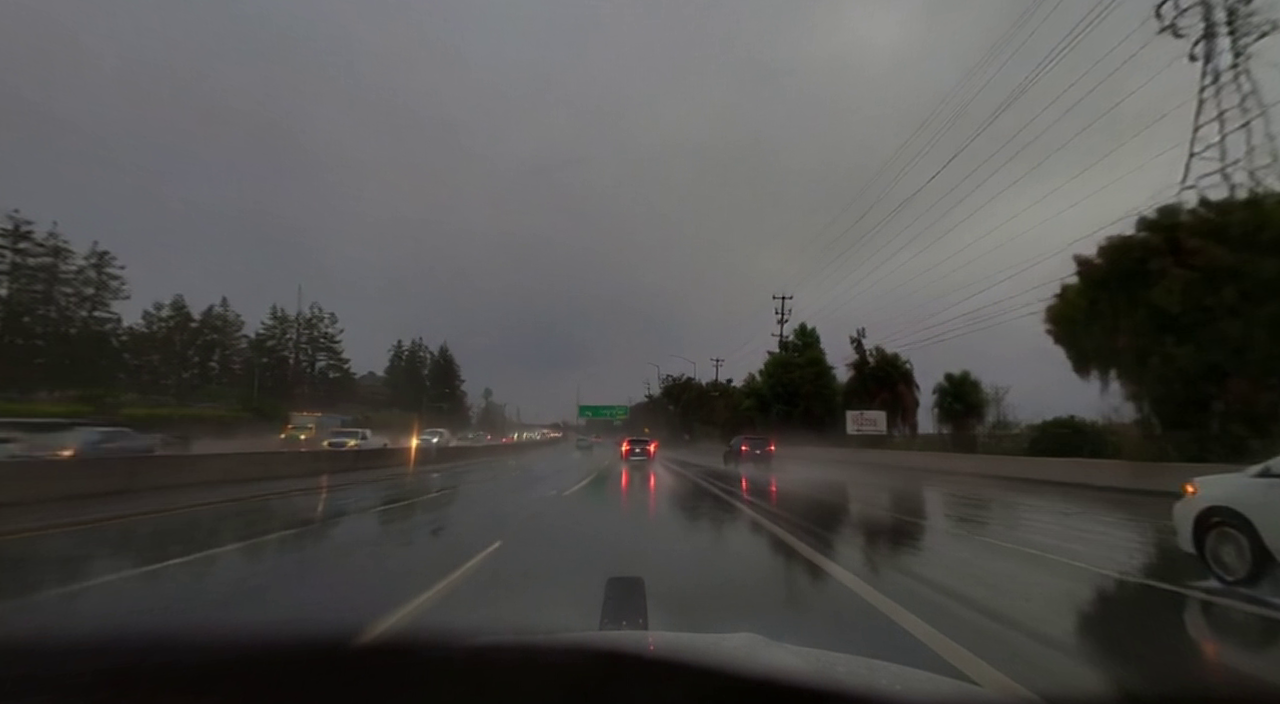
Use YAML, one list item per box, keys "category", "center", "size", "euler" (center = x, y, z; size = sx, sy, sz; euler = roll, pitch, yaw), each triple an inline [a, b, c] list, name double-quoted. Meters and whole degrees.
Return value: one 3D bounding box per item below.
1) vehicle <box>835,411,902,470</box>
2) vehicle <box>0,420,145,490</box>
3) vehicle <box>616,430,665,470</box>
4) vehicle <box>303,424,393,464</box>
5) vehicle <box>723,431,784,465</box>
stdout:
- category: "vehicle"
  center: [11.523, 4.490, 31.994]
  size: [2.162, 2.775, 2.707]
  euler: [0, -8, -3]
- category: "vehicle"
  center: [-16.022, 2.685, 16.559]
  size: [2.055, 1.611, 4.851]
  euler: [0, -8, 0]
- category: "vehicle"
  center: [-0.035, 4.686, 30.324]
  size: [2.192, 1.769, 4.287]
  euler: [0, -8, -2]
- category: "vehicle"
  center: [-16.344, 5.231, 35.736]
  size: [2.339, 2.062, 5.804]
  euler: [0, -8, 0]
- category: "vehicle"
  center: [6.056, 5.208, 34.336]
  size: [2.099, 1.720, 4.829]
  euler: [1, -9, -4]
